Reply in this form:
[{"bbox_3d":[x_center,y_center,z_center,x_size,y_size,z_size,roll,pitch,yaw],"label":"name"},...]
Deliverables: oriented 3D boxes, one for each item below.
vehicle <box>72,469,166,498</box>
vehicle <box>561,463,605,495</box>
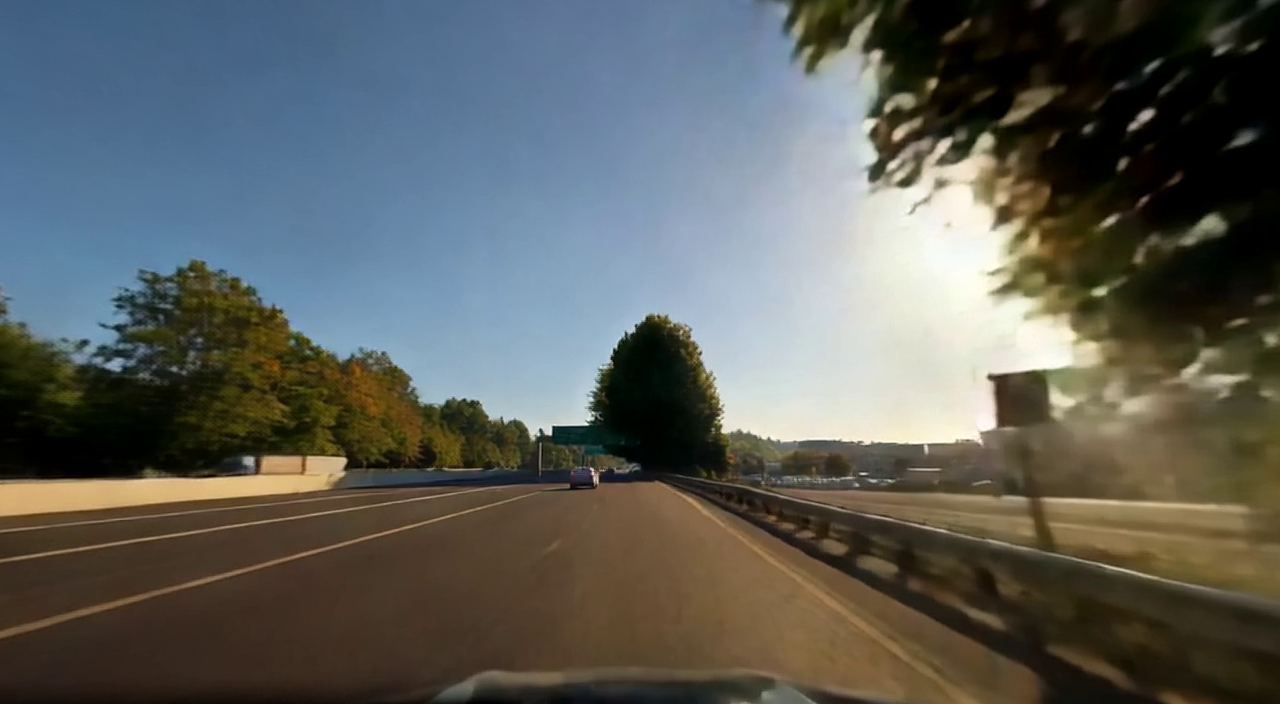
[{"bbox_3d":[-29.477,7.438,35.796,1.813,1.479,4.028,1,-11,0],"label":"vehicle"},{"bbox_3d":[-3.163,7.193,35.667,2.092,1.642,3.895,1,-11,0],"label":"vehicle"}]
